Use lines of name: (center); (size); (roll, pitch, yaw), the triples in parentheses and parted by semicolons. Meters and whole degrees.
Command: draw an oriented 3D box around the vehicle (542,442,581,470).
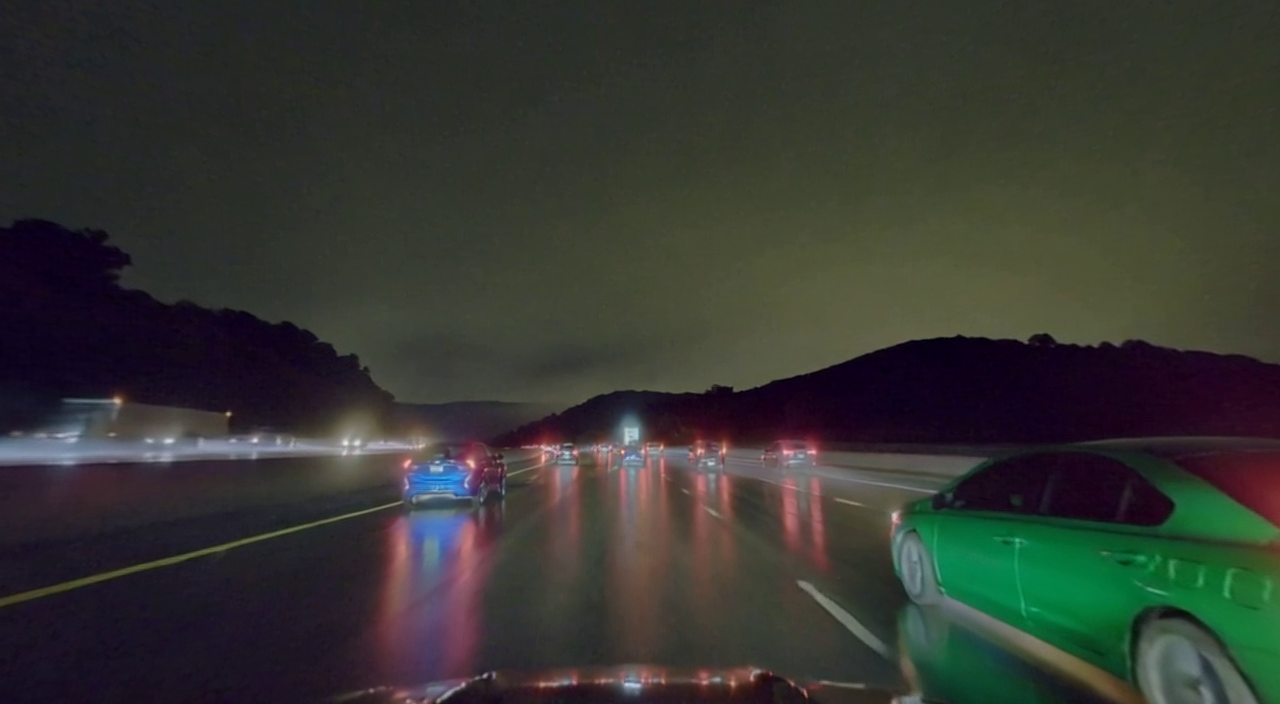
vehicle: (-4.393, 5.880, 35.810); (1.796, 1.464, 3.839); (0, -9, -1)

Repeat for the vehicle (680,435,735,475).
vehicle: (3.313, 5.201, 32.001); (2.222, 1.820, 4.733); (0, -9, -1)

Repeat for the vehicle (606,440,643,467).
vehicle: (-0.955, 6.253, 38.906); (2.147, 1.572, 4.094); (0, -9, -1)

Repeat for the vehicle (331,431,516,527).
vehicle: (-3.858, 2.339, 12.149); (1.993, 1.500, 4.248); (0, -9, 1)

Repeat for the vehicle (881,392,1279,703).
vehicle: (3.257, 1.074, 3.250); (2.136, 1.511, 4.706); (0, -9, 0)
